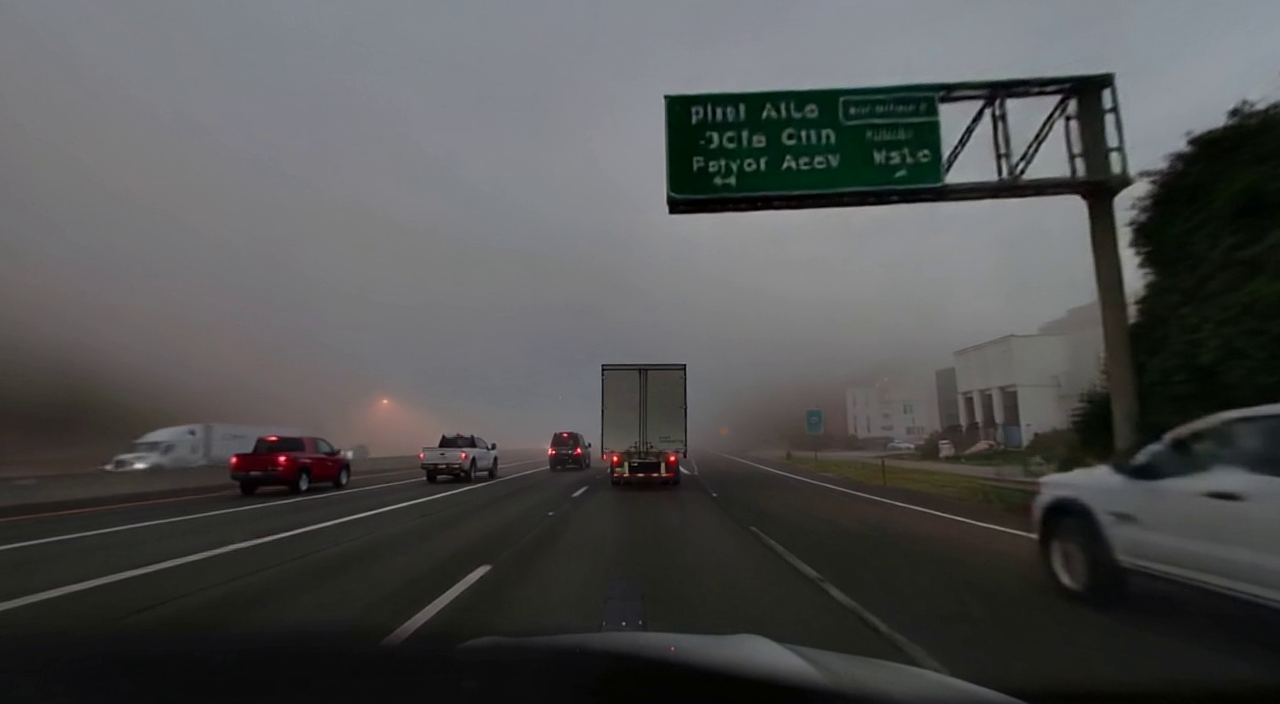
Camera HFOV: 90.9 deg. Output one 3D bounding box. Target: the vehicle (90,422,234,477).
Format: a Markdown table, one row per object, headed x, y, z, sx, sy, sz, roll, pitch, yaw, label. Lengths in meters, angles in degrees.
| x | y | z | sx | sy | sz | roll | pitch | yaw | label |
| --- | --- | --- | --- | --- | --- | --- | --- | --- | --- |
| -28.403 | 5.864 | 38.053 | 2.888 | 3.005 | 7.363 | 0 | -9 | 0 | vehicle |

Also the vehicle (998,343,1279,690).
| x | y | z | sx | sy | sz | roll | pitch | yaw | label |
| --- | --- | --- | --- | --- | --- | --- | --- | --- | --- |
| 4.418 | 0.878 | 3.422 | 2.137 | 1.796 | 4.817 | 0 | -9 | 1 | vehicle |

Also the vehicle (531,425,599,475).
| x | y | z | sx | sy | sz | roll | pitch | yaw | label |
| --- | --- | --- | --- | --- | --- | --- | --- | --- | --- |
| -3.378 | 4.618 | 29.786 | 2.379 | 2.075 | 6.169 | 0 | -9 | 1 | vehicle |

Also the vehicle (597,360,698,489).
| x | y | z | sx | sy | sz | roll | pitch | yaw | label |
| --- | --- | --- | --- | --- | --- | --- | --- | --- | --- |
| 0.173 | 2.851 | 23.531 | 2.941 | 3.794 | 9.851 | 0 | -9 | -1 | vehicle |

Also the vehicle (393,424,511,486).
| x | y | z | sx | sy | sz | roll | pitch | yaw | label |
| --- | --- | --- | --- | --- | --- | --- | --- | --- | --- |
| -6.695 | 3.796 | 23.443 | 2.479 | 1.978 | 5.952 | 0 | -9 | 1 | vehicle |

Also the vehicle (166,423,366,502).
| x | y | z | sx | sy | sz | roll | pitch | yaw | label |
| --- | --- | --- | --- | --- | --- | --- | --- | --- | --- |
| -10.298 | 3.102 | 18.178 | 2.089 | 1.885 | 5.888 | 0 | -9 | 1 | vehicle |
